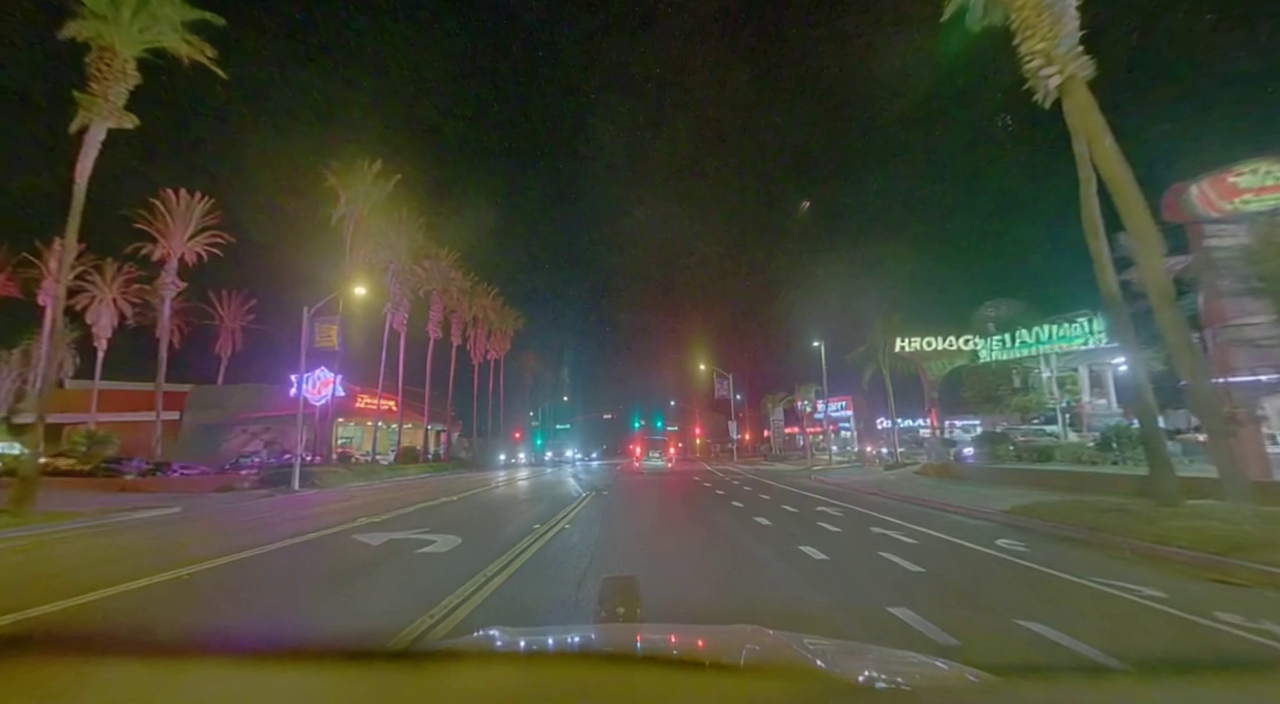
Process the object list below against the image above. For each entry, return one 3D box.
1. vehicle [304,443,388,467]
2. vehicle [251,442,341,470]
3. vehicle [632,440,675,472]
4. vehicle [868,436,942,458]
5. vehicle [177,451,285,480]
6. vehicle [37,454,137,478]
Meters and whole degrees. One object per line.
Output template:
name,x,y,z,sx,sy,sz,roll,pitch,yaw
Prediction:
vehicle,-21.532,7.571,46.262,5.050,1.758,2.134,0,-9,2
vehicle,-21.873,6.647,40.152,4.498,1.729,2.102,0,-9,0
vehicle,0.657,5.309,32.376,2.065,1.507,4.225,0,-9,1
vehicle,17.853,6.424,42.519,4.140,1.422,1.869,0,-9,-2
vehicle,-22.109,6.146,34.170,4.552,1.389,1.779,-1,-11,-4
vehicle,-35.073,7.210,40.007,4.505,1.458,1.887,0,-9,-2
